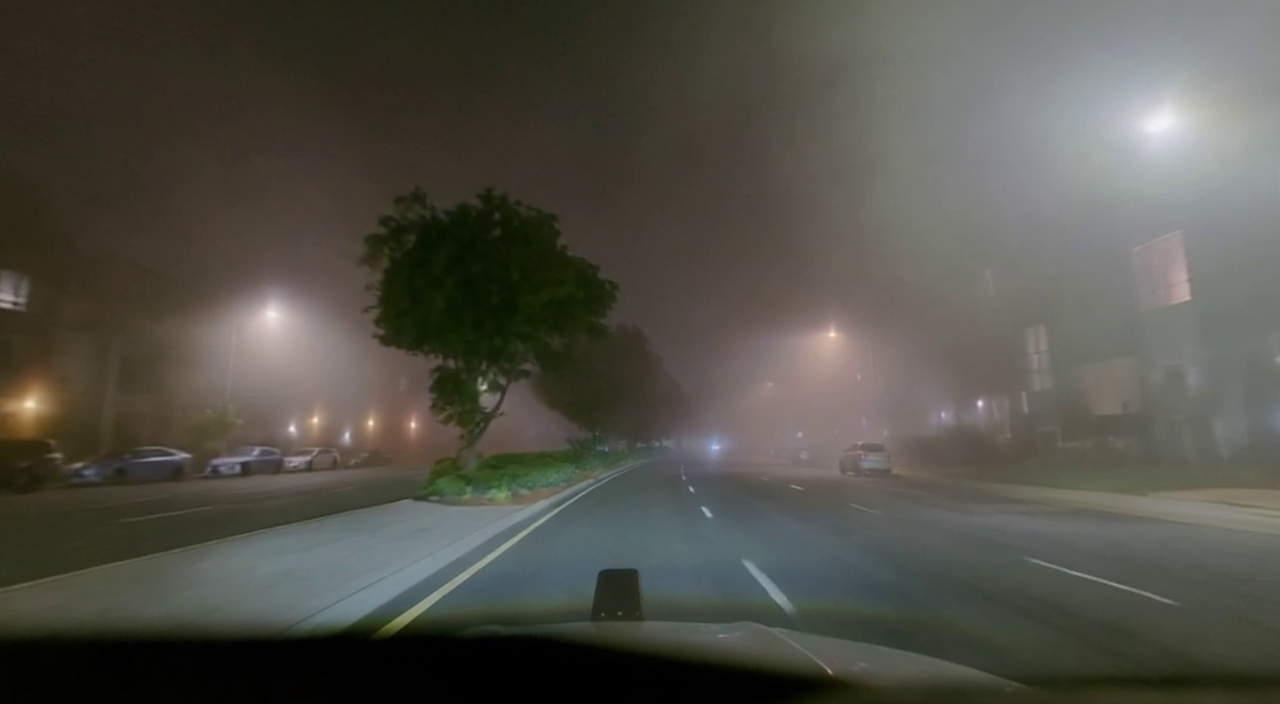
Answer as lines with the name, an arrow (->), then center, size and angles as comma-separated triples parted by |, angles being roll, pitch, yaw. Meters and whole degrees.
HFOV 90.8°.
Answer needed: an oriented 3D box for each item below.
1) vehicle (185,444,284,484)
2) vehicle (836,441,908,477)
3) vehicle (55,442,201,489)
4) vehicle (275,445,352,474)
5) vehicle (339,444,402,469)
vehicle -> -18.674, 5.153, 29.367 | 1.686, 1.671, 4.477 | 0, -8, -1
vehicle -> 11.114, 5.152, 30.601 | 1.992, 1.615, 4.460 | -1, -9, 3
vehicle -> -18.857, 4.209, 23.583 | 1.854, 1.490, 4.331 | -2, -9, 0
vehicle -> -18.253, 6.088, 35.585 | 1.795, 1.445, 4.629 | -3, -11, 1
vehicle -> -17.684, 6.949, 41.674 | 2.003, 1.505, 4.332 | -3, -11, 4
